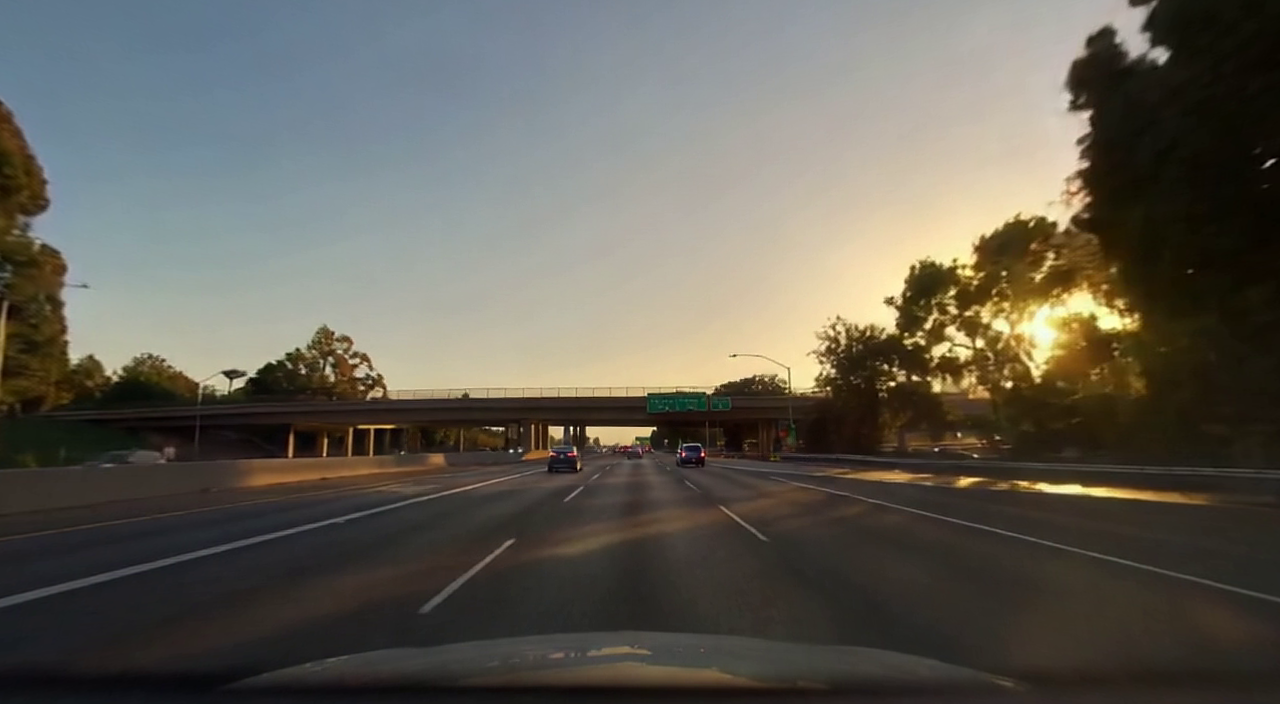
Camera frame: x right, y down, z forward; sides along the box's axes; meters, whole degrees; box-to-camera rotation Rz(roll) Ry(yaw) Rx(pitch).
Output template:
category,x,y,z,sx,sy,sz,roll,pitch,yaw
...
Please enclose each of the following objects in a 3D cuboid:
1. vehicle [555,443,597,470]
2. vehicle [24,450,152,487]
category,x,y,z,sx,sy,sz,roll,pitch,yaw
vehicle,-3.846,6.402,38.847,2.091,1.544,4.409,0,-8,1
vehicle,-24.800,5.230,28.647,1.790,1.470,4.430,0,-8,0
